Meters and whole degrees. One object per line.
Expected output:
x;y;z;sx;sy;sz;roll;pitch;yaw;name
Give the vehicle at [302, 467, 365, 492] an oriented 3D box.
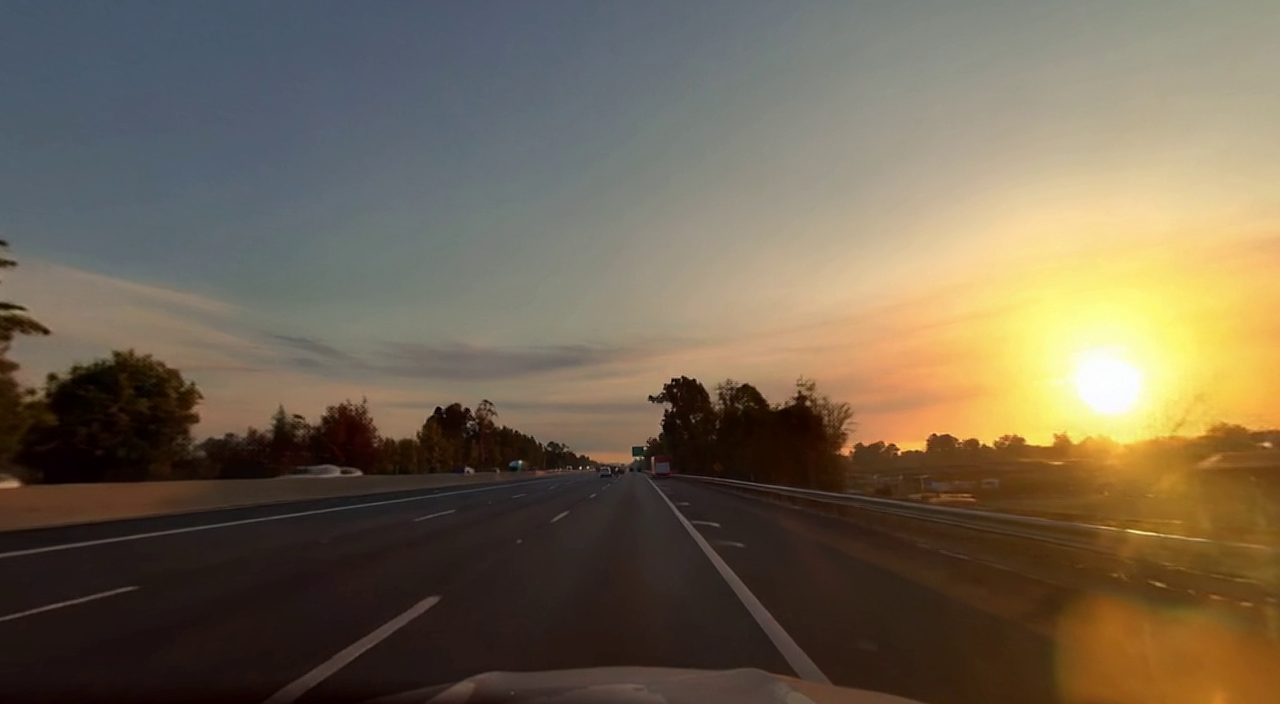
-19.539;8.132;40.394;1.850;1.447;4.317;1;-10;0;vehicle
